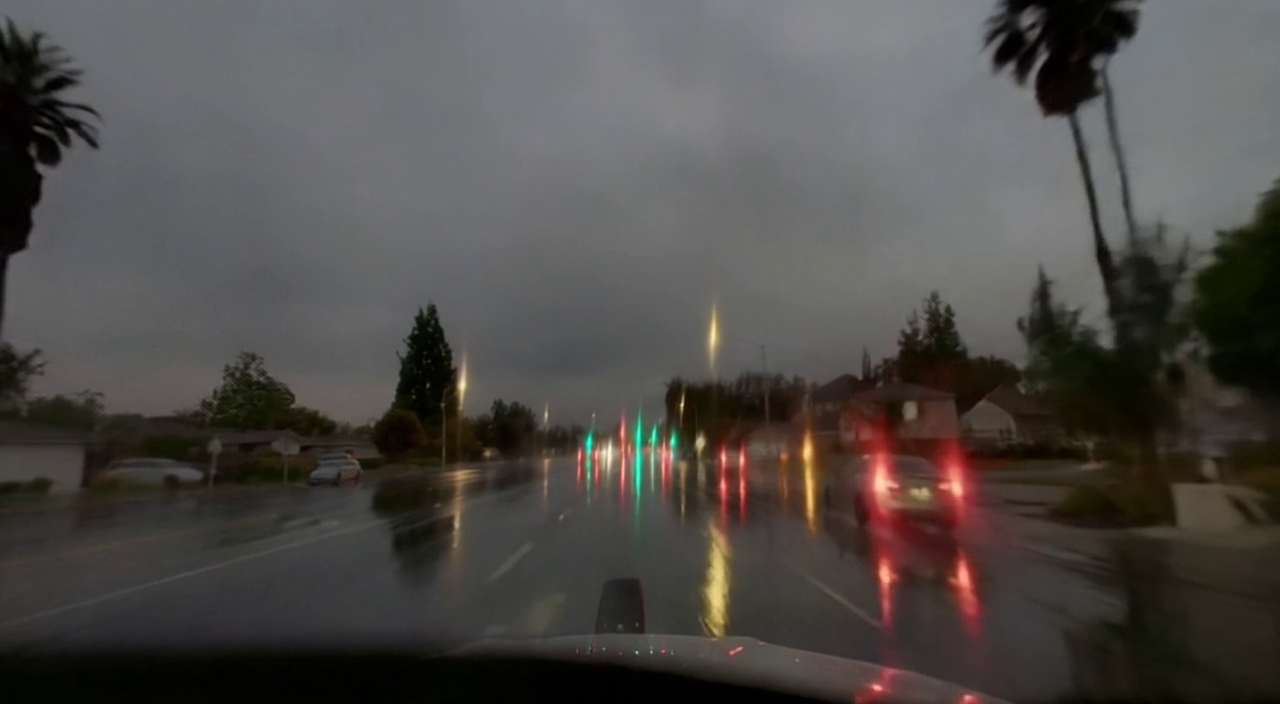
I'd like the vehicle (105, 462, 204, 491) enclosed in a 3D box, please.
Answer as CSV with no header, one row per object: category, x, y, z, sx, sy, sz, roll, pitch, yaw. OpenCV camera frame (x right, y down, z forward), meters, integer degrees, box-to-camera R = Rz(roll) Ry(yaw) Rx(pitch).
vehicle,-28.232,7.214,36.837,4.113,1.535,1.952,1,-8,-1

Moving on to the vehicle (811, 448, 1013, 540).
vehicle,4.959,2.623,12.468,2.149,1.421,4.805,-1,-9,4

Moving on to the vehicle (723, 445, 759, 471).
vehicle,7.897,8.393,49.828,2.006,1.758,4.311,4,-10,0

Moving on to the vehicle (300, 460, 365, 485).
vehicle,-21.099,8.263,43.575,2.003,1.555,4.921,-1,-10,0

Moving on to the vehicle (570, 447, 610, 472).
vehicle,-3.245,7.080,41.945,2.263,1.548,4.555,0,-9,0
